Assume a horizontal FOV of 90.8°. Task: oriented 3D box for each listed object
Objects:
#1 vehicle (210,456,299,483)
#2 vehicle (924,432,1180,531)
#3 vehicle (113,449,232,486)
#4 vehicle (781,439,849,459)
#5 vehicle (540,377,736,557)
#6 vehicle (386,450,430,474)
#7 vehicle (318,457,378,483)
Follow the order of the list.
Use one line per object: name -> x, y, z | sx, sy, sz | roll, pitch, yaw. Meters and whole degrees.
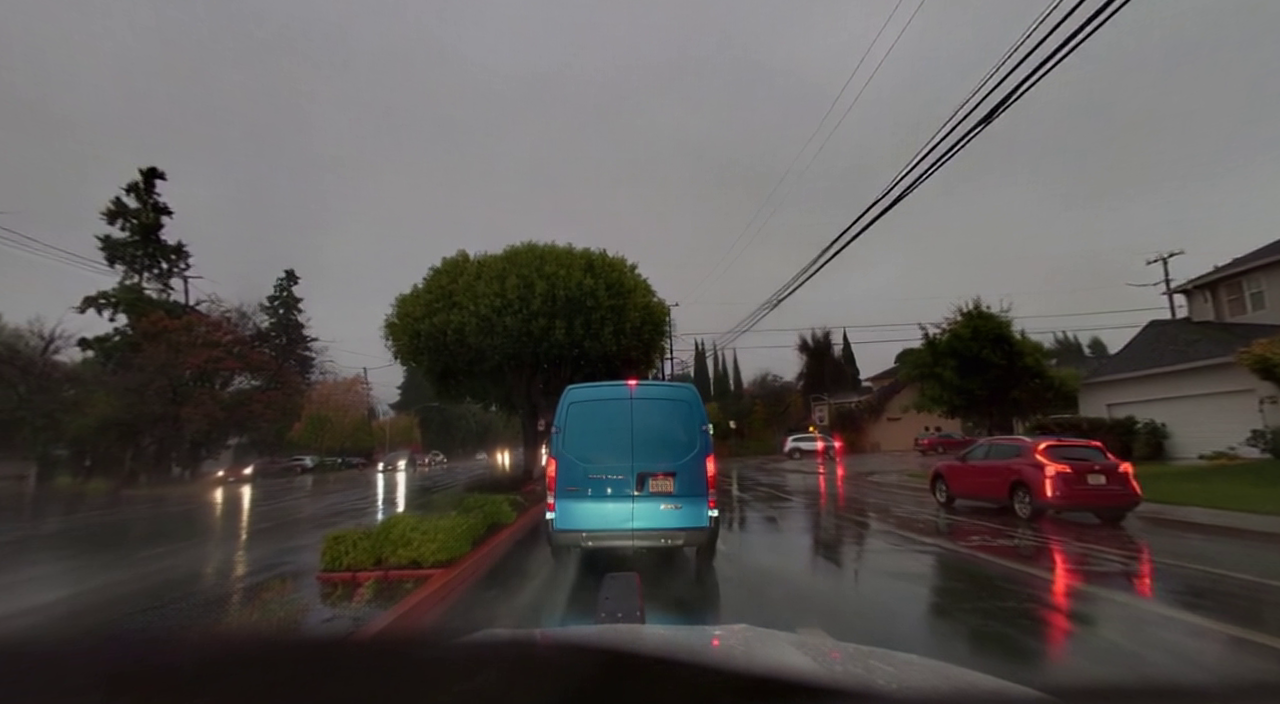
vehicle -> -27.295, 8.344, 44.851 | 4.972, 1.776, 2.057 | 0, -9, -1
vehicle -> 7.358, 2.327, 11.953 | 1.883, 1.504, 4.220 | 0, -9, -2
vehicle -> -26.855, 6.624, 36.449 | 5.026, 2.017, 2.215 | 0, -9, -1
vehicle -> 12.996, 7.221, 47.010 | 4.483, 1.463, 1.805 | 0, -9, 0
vehicle -> -0.166, 1.734, 10.079 | 2.342, 2.142, 4.809 | 0, -9, -4
vehicle -> -17.919, 8.477, 48.960 | 1.841, 1.769, 4.105 | 0, -9, 0
vehicle -> -18.342, 7.433, 39.903 | 1.816, 1.445, 4.120 | 0, -9, 1
